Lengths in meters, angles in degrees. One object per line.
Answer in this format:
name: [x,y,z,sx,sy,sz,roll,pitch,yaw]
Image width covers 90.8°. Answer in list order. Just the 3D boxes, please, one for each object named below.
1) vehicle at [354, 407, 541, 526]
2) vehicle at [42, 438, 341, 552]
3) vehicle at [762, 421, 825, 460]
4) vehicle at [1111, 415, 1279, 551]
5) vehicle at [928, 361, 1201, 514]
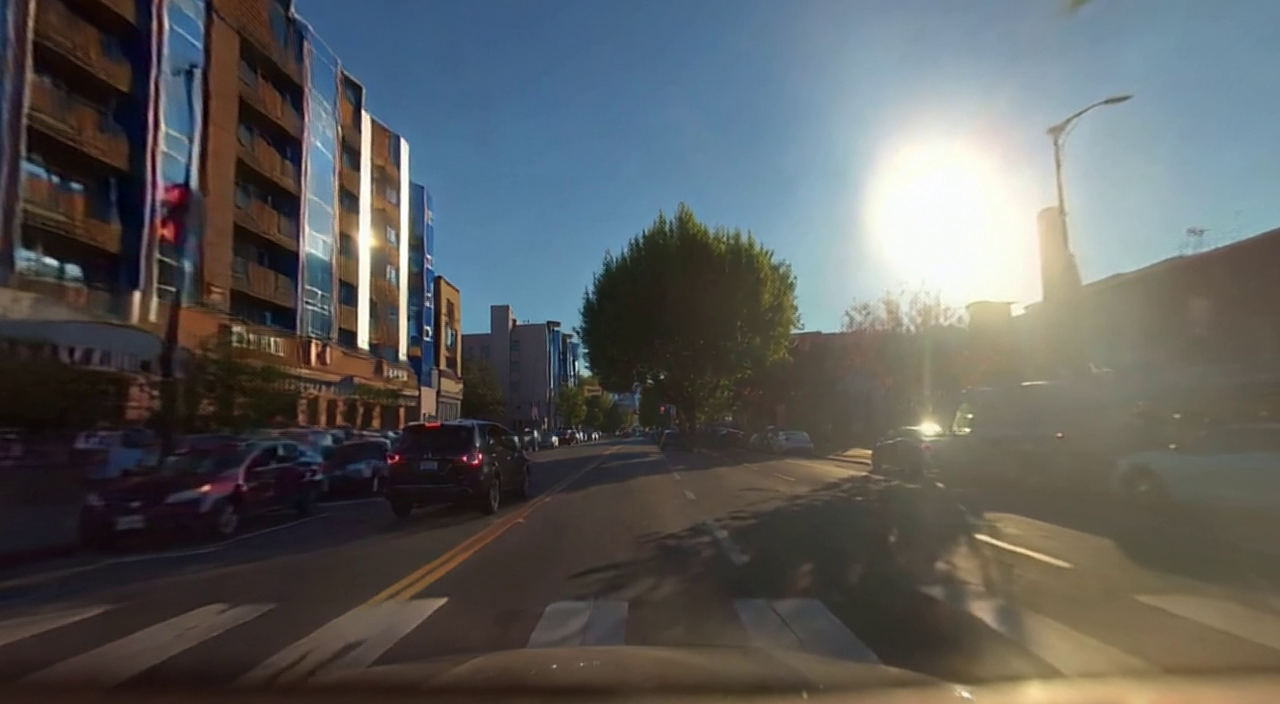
vehicle: [-3.199,2.002,11.612,2.002,1.756,4.366,0,-8,1]
vehicle: [-6.931,2.188,10.519,1.806,1.466,4.373,0,-8,-1]
vehicle: [9.036,5.272,37.746,2.249,2.117,5.743,0,-8,0]
vehicle: [8.812,1.733,8.370,1.854,1.663,4.300,2,-8,0]
vehicle: [9.108,1.963,14.552,2.285,2.778,5.847,0,-8,2]
